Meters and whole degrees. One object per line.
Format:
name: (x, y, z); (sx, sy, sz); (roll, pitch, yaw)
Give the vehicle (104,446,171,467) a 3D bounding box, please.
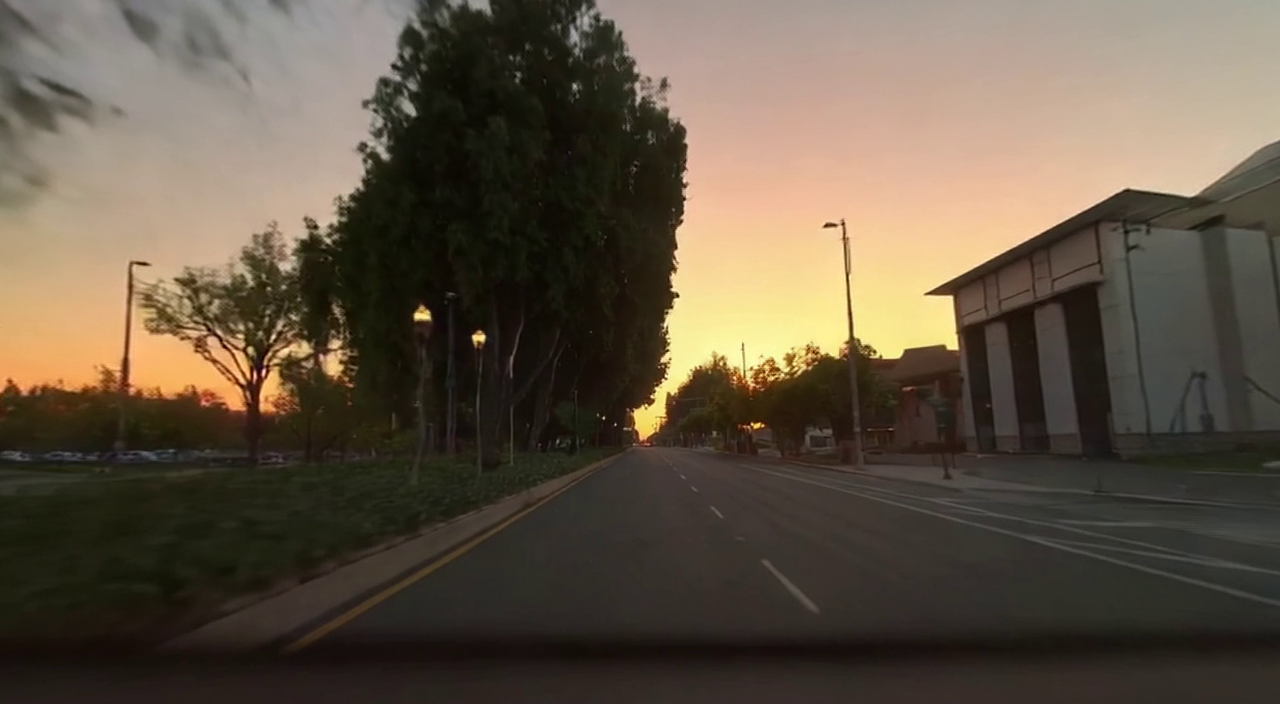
vehicle: (-38.391, 7.977, 48.422); (1.913, 1.545, 4.055); (0, -9, -3)
